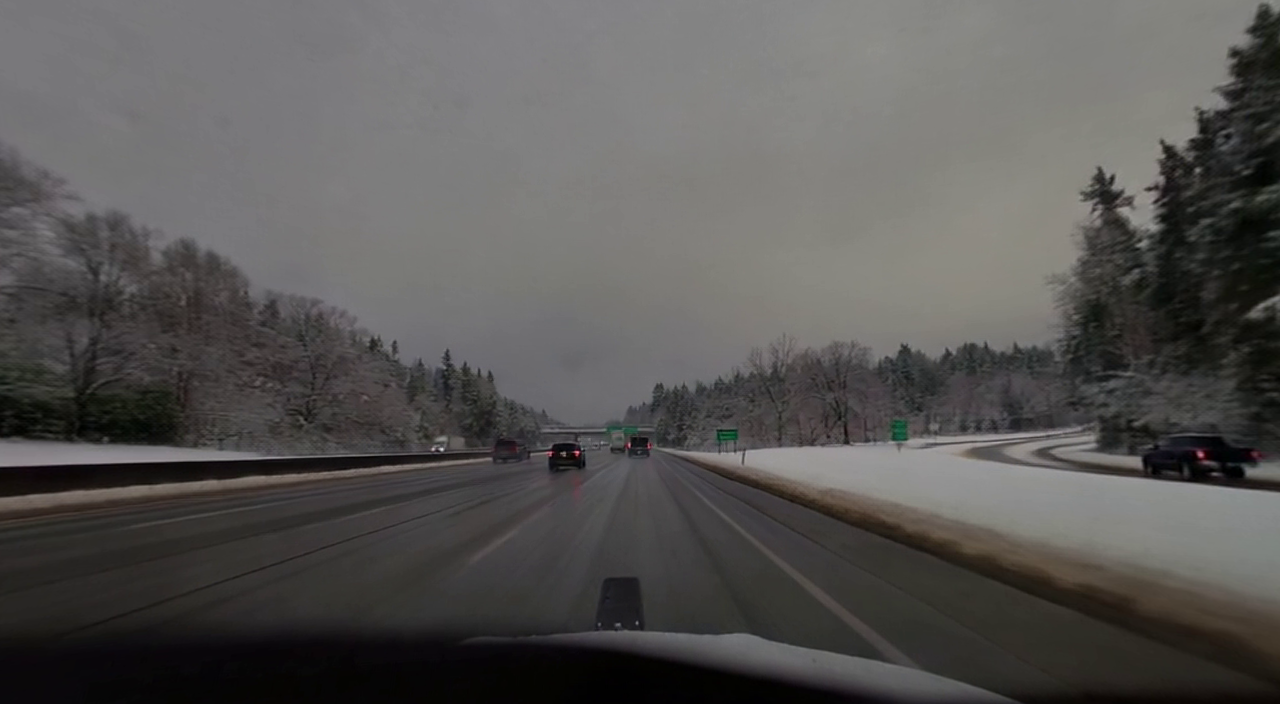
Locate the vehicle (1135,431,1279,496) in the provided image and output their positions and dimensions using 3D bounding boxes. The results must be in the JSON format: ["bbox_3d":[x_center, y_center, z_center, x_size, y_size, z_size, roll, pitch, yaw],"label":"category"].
[{"bbox_3d":[18.539,3.541,20.346,2.200,1.827,4.822,-2,-9,16],"label":"vehicle"}]

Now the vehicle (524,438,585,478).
[{"bbox_3d":[-3.784,4.766,28.550,2.094,1.695,4.260,0,-9,1],"label":"vehicle"}]

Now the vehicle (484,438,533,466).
[{"bbox_3d":[-10.253,7.880,49.777,2.519,2.029,6.180,0,-9,0],"label":"vehicle"}]
